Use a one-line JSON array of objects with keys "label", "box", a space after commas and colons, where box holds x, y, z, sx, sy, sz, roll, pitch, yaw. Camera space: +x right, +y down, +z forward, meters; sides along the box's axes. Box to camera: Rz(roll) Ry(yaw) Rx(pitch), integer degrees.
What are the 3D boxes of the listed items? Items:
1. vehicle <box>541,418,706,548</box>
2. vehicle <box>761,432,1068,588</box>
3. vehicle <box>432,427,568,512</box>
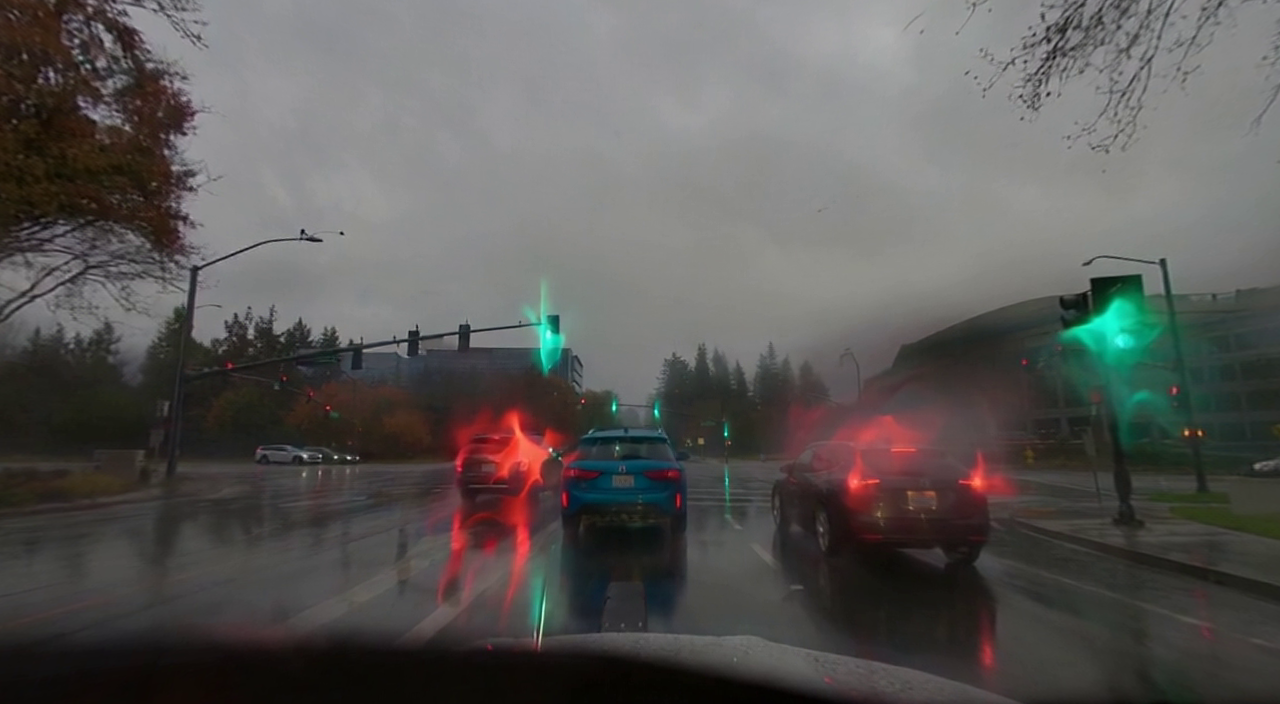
[{"label": "vehicle", "box": [-0.202, 2.006, 10.250, 2.108, 1.654, 4.235, 0, -8, 0]}, {"label": "vehicle", "box": [3.054, 1.847, 8.300, 2.056, 1.468, 4.520, 0, -8, 1]}, {"label": "vehicle", "box": [-2.975, 2.593, 14.301, 1.987, 1.633, 4.005, 0, -8, 3]}]
